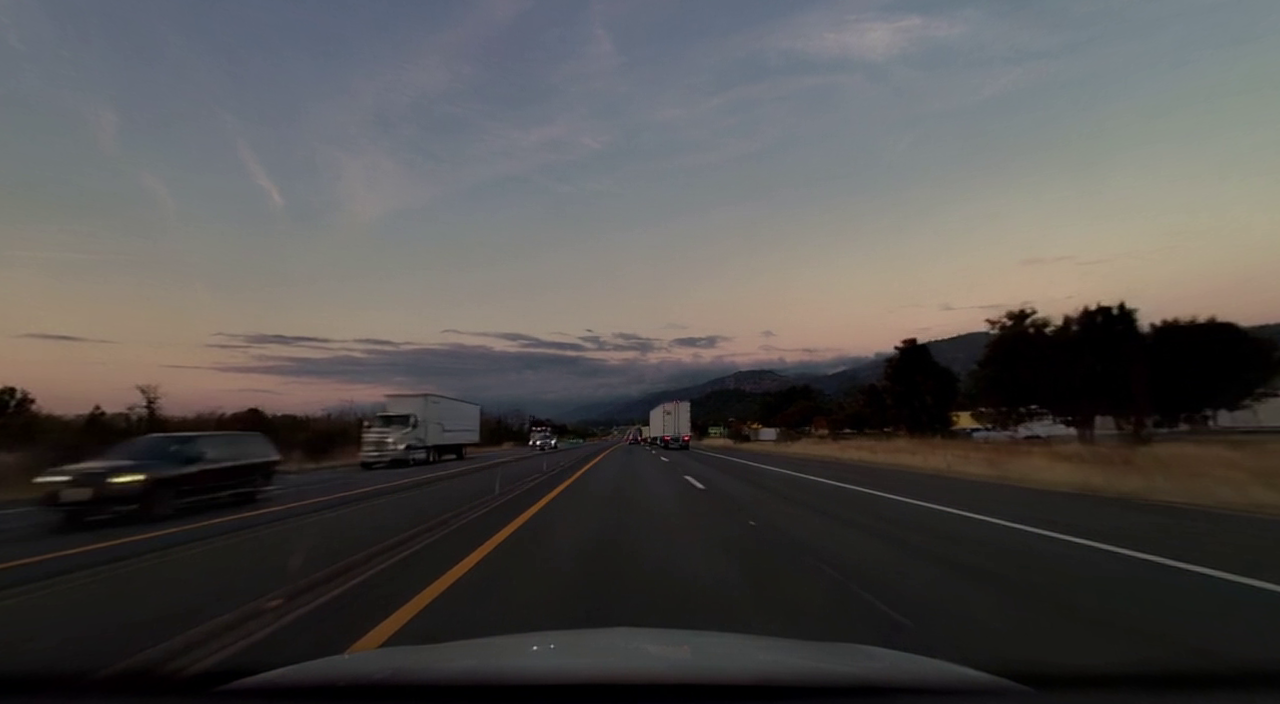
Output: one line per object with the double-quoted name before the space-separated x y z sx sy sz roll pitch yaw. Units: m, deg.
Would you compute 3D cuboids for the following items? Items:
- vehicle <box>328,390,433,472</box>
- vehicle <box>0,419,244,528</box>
"vehicle" -13.616 4.230 33.666 2.984 3.955 6.098 0 -8 -1
"vehicle" -10.931 2.443 13.338 2.007 1.888 4.537 0 -8 0
